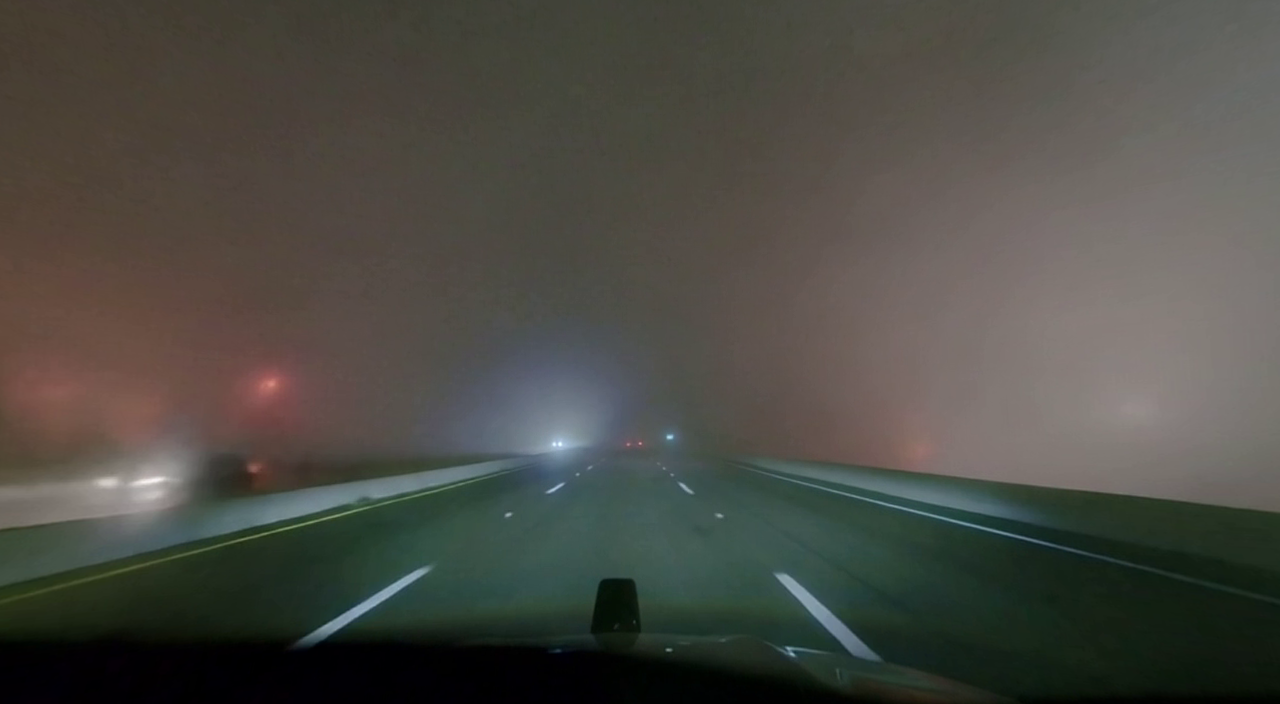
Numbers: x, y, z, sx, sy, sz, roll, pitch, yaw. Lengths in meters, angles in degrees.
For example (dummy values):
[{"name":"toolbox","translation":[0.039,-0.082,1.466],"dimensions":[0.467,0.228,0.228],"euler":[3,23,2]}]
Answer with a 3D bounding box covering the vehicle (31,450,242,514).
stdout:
[{"name":"vehicle","translation":[-13.430,3.441,17.295],"dimensions":[1.942,1.444,4.697],"euler":[0,-8,-1]}]
